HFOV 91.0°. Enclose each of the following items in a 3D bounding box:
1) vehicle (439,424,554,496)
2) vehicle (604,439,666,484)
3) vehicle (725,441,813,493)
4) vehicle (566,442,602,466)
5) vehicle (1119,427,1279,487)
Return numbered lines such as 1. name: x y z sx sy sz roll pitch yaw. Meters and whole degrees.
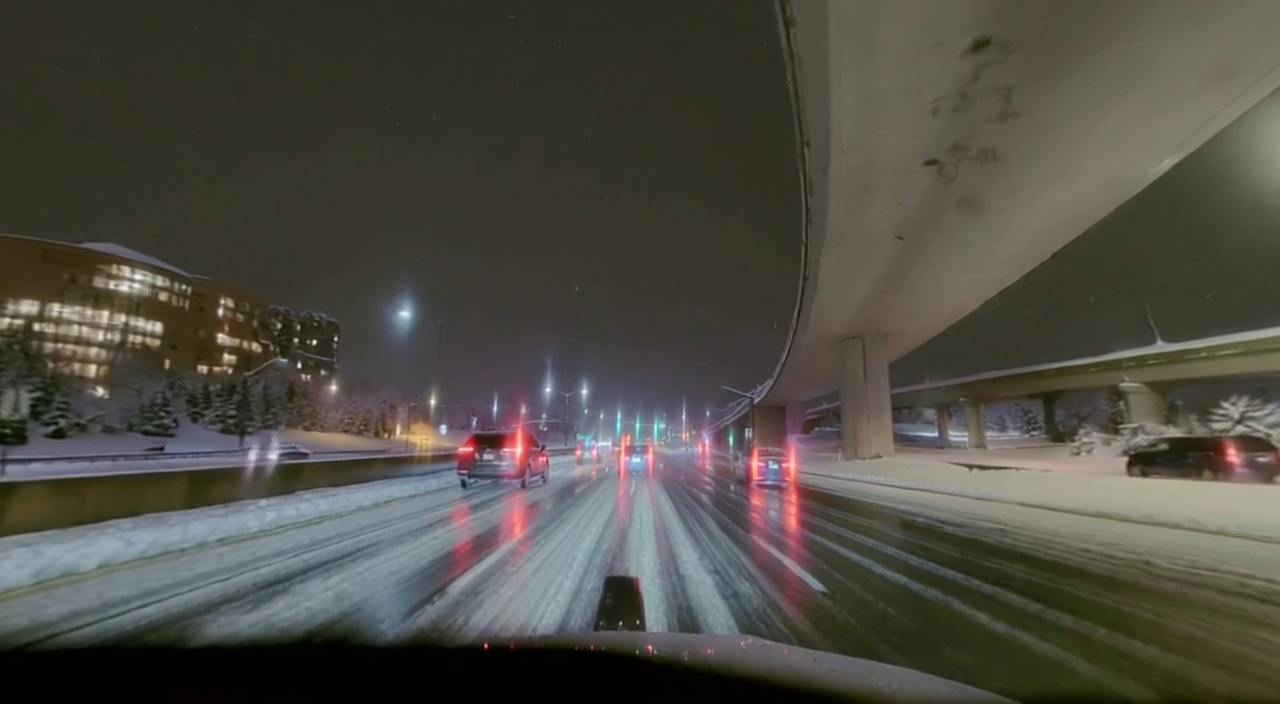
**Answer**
1. vehicle: -3.968 3.086 18.371 2.142 1.819 4.648 0 -8 1
2. vehicle: -0.155 4.034 23.509 2.089 1.493 3.964 0 -8 1
3. vehicle: 4.046 3.661 20.479 1.974 1.490 3.994 0 -8 0
4. vehicle: -3.594 6.610 40.984 1.868 1.431 4.055 0 -8 2
5. vehicle: 21.962 3.999 24.383 2.376 1.988 6.109 0 -8 5
